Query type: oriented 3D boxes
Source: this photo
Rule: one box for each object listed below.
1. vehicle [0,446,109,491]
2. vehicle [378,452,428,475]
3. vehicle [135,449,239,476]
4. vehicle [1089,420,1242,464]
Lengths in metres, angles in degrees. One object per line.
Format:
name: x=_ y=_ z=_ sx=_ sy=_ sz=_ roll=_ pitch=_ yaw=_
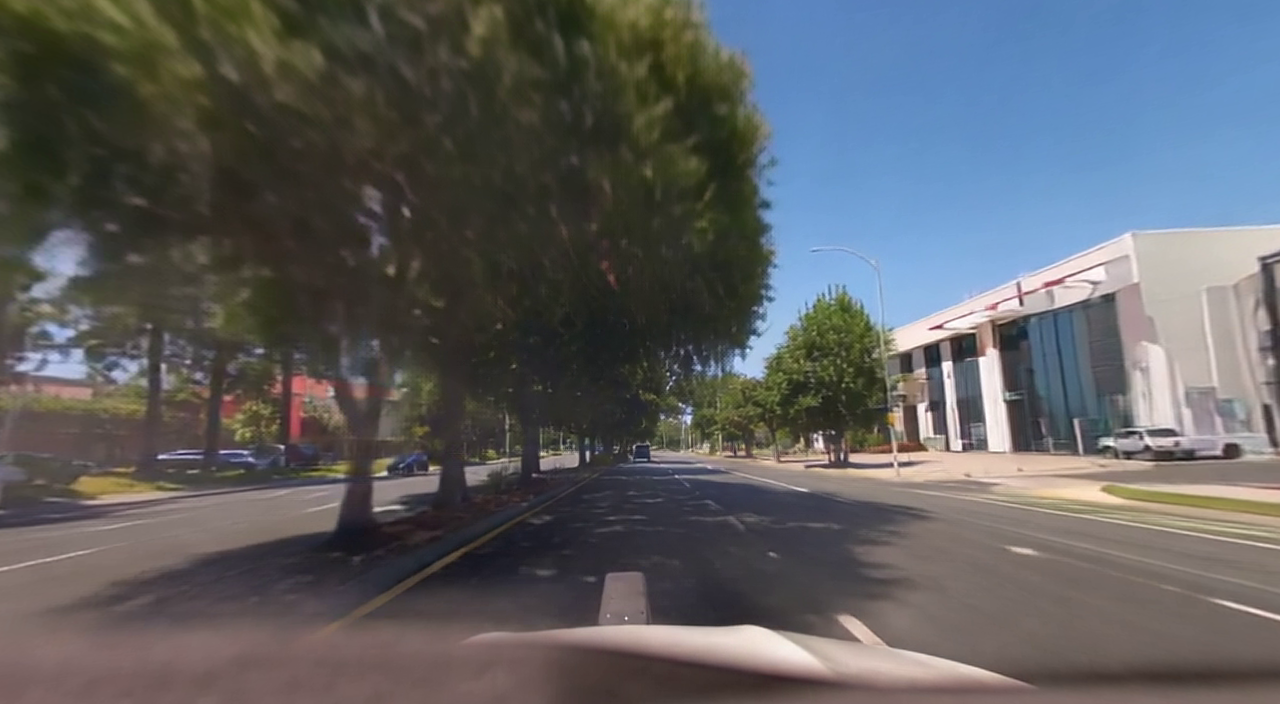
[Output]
vehicle: x=-26.443 y=4.981 z=27.267 sx=4.979 sy=1.829 sz=2.087 roll=0 pitch=-9 yaw=2
vehicle: x=-18.618 y=8.725 z=49.697 sx=1.959 sy=1.682 sz=4.628 roll=0 pitch=-9 yaw=3
vehicle: x=-27.182 y=6.643 z=37.942 sx=4.591 sy=1.566 sz=2.133 roll=0 pitch=-9 yaw=-2
vehicle: x=22.737 y=3.963 z=27.618 sx=2.217 sy=1.737 sz=4.962 roll=1 pitch=-9 yaw=-3
